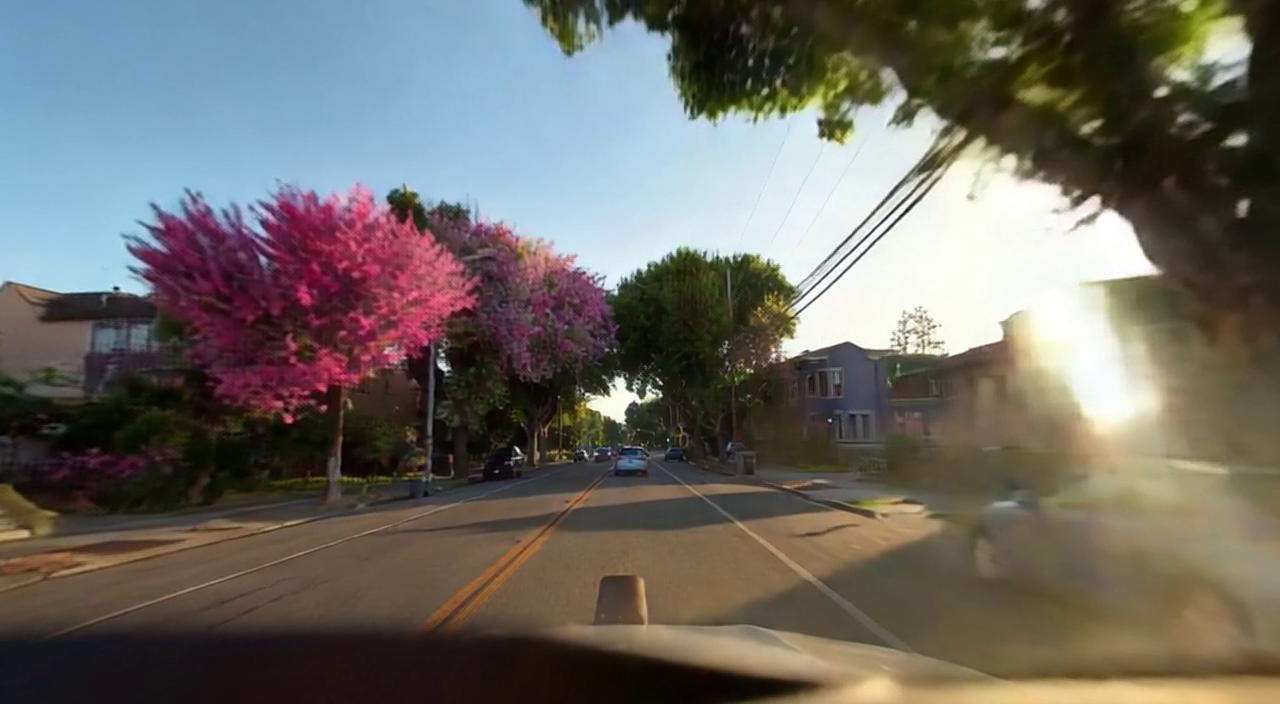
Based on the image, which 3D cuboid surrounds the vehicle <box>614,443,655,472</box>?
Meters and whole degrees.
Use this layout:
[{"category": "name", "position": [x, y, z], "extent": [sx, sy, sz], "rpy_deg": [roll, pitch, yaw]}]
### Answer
[{"category": "vehicle", "position": [-0.330, 5.730, 34.481], "extent": [2.104, 1.500, 3.815], "rpy_deg": [0, -8, -1]}]

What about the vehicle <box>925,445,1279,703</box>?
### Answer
[{"category": "vehicle", "position": [4.445, 1.482, 4.941], "extent": [1.977, 1.481, 5.155], "rpy_deg": [0, -8, 0]}]

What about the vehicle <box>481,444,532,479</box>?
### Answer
[{"category": "vehicle", "position": [-7.729, 6.390, 36.765], "extent": [2.022, 1.795, 4.337], "rpy_deg": [-3, -10, 0]}]
